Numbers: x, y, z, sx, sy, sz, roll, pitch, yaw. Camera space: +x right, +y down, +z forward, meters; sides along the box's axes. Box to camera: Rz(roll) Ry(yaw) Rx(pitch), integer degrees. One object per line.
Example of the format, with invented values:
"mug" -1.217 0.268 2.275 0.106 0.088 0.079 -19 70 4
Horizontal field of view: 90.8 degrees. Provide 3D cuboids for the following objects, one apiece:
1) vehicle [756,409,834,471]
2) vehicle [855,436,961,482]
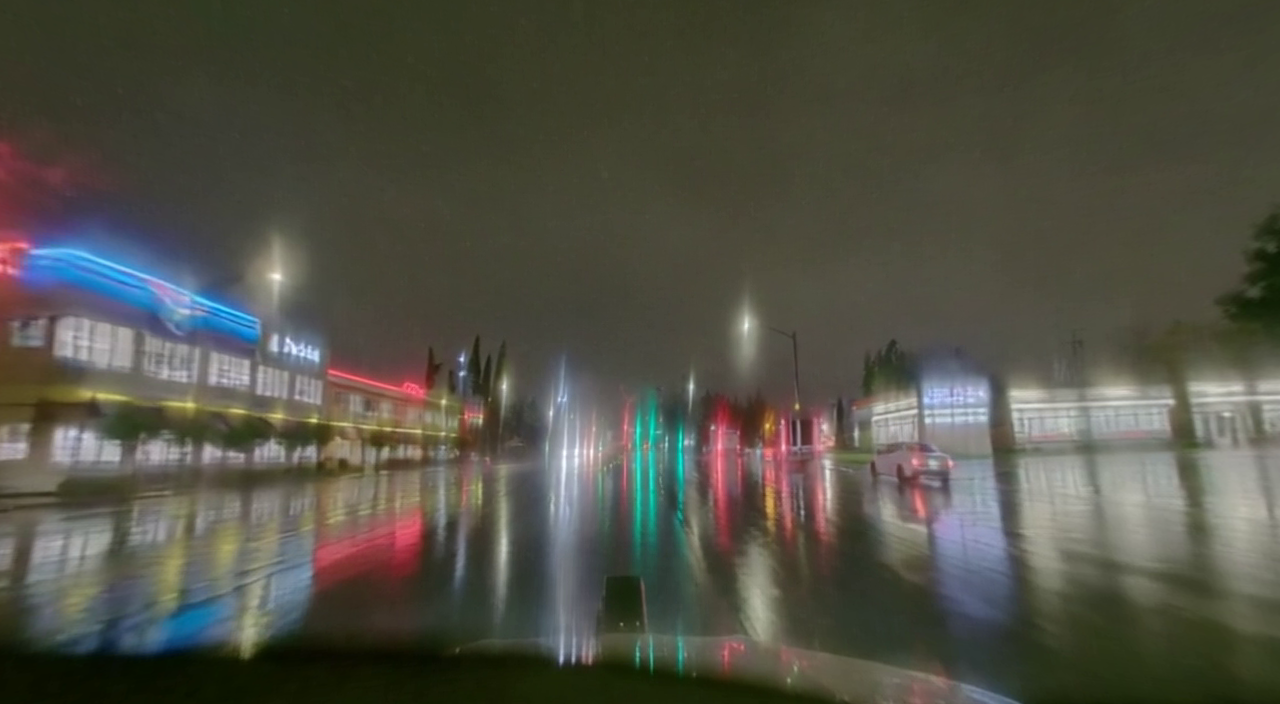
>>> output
"vehicle" 9.900 5.797 41.370 2.897 3.584 7.857 1 -8 -2
"vehicle" 10.238 4.111 24.581 2.085 1.630 4.403 0 -8 -1
